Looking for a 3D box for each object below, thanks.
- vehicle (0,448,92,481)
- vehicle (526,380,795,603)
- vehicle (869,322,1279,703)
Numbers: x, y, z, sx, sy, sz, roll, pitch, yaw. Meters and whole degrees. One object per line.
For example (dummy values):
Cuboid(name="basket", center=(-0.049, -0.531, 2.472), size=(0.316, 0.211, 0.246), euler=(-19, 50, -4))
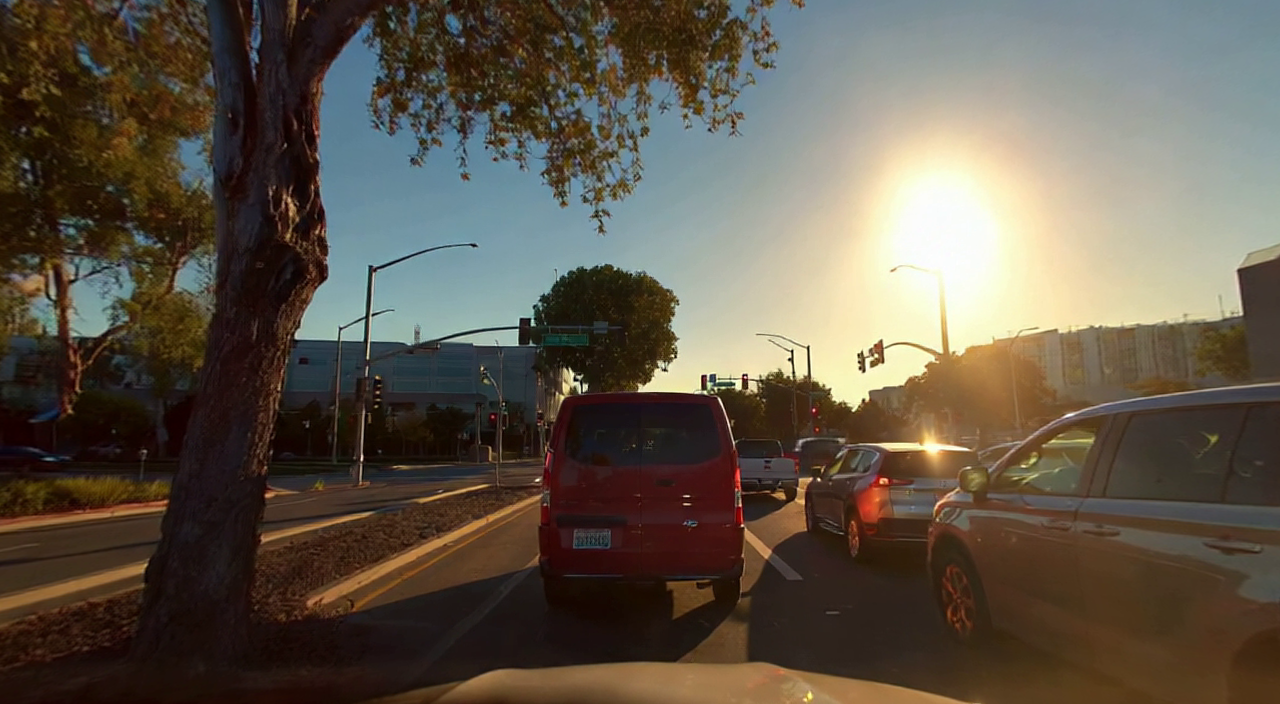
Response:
Cuboid(name="vehicle", center=(-30.609, 5.616, 31.581), size=(4.425, 1.427, 1.911), euler=(0, -5, -5))
Cuboid(name="vehicle", center=(0.181, 1.463, 7.433), size=(2.185, 1.822, 4.391), euler=(0, -8, 0))
Cuboid(name="vehicle", center=(2.905, 0.943, 3.163), size=(1.971, 1.663, 4.287), euler=(0, -8, 2))
